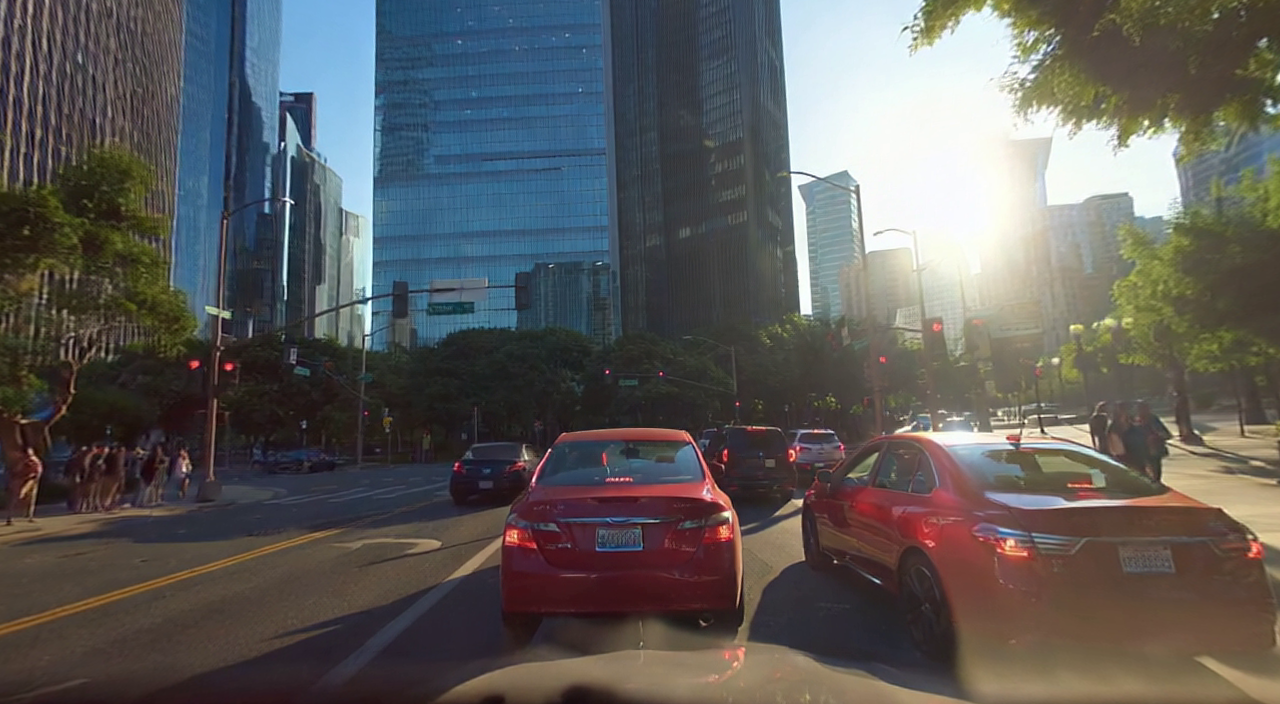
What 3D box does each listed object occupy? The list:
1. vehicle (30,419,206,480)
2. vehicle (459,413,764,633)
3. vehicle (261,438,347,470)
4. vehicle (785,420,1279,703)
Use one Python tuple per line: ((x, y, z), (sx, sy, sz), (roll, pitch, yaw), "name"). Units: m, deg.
((-26.747, 5.012, 32.372), (6.756, 2.955, 2.367), (0, -8, 0), "vehicle")
((-0.270, 1.464, 6.392), (2.072, 1.476, 4.078), (0, -8, -2), "vehicle")
((-20.507, 6.207, 38.358), (4.294, 1.819, 2.043), (-3, -9, 17), "vehicle")
((2.747, 1.406, 5.439), (1.952, 1.464, 4.165), (0, -8, -1), "vehicle")
